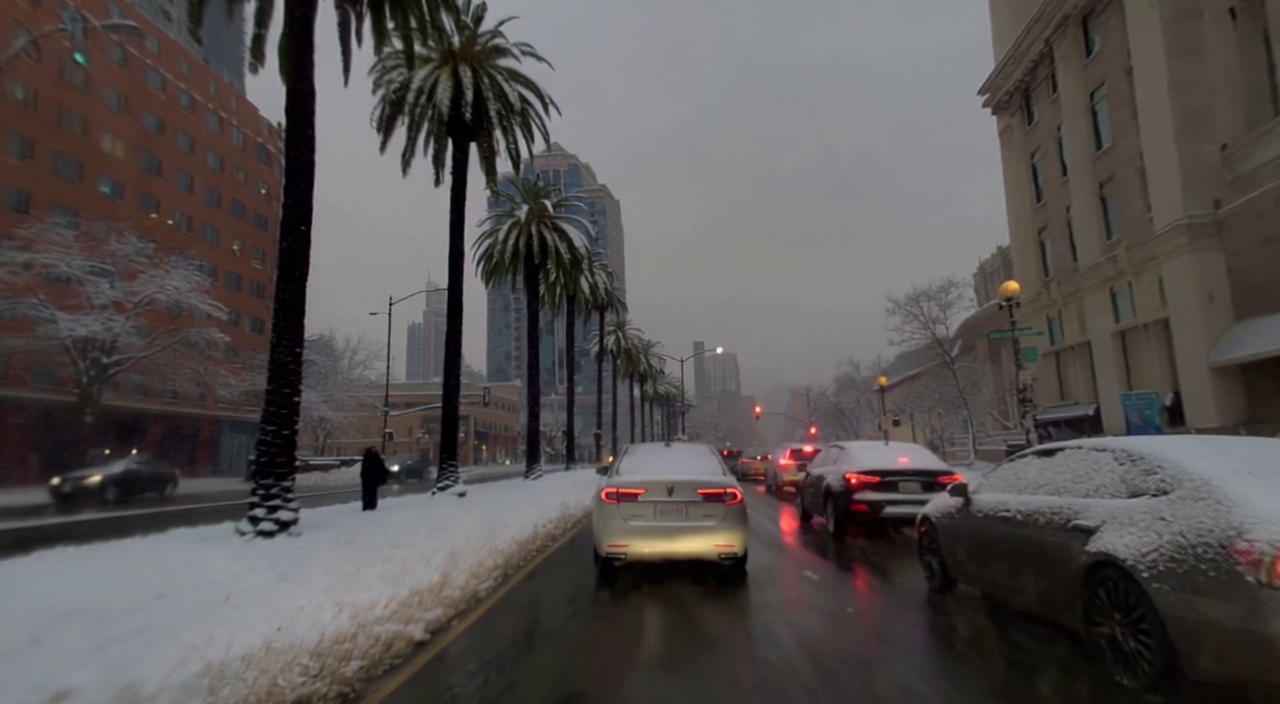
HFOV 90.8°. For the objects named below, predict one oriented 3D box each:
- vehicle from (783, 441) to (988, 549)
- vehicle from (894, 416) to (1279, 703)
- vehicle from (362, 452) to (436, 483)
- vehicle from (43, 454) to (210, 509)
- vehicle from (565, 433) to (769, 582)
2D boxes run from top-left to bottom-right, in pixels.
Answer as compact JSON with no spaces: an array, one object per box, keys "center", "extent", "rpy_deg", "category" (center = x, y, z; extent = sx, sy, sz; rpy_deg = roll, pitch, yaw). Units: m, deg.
[{"center":[3.943,2.347,11.127],"extent":[1.920,1.490,4.417],"rpy_deg":[0,-9,1],"category":"vehicle"},{"center":[3.643,1.301,4.571],"extent":[1.913,1.469,4.425],"rpy_deg":[-1,-9,2],"category":"vehicle"},{"center":[-14.080,6.749,37.187],"extent":[2.078,1.662,4.436],"rpy_deg":[-2,-9,9],"category":"vehicle"},{"center":[-16.664,4.166,20.816],"extent":[1.801,1.563,4.015],"rpy_deg":[-2,-9,8],"category":"vehicle"},{"center":[0.326,1.876,8.362],"extent":[2.078,1.503,3.681],"rpy_deg":[-1,-9,2],"category":"vehicle"}]
